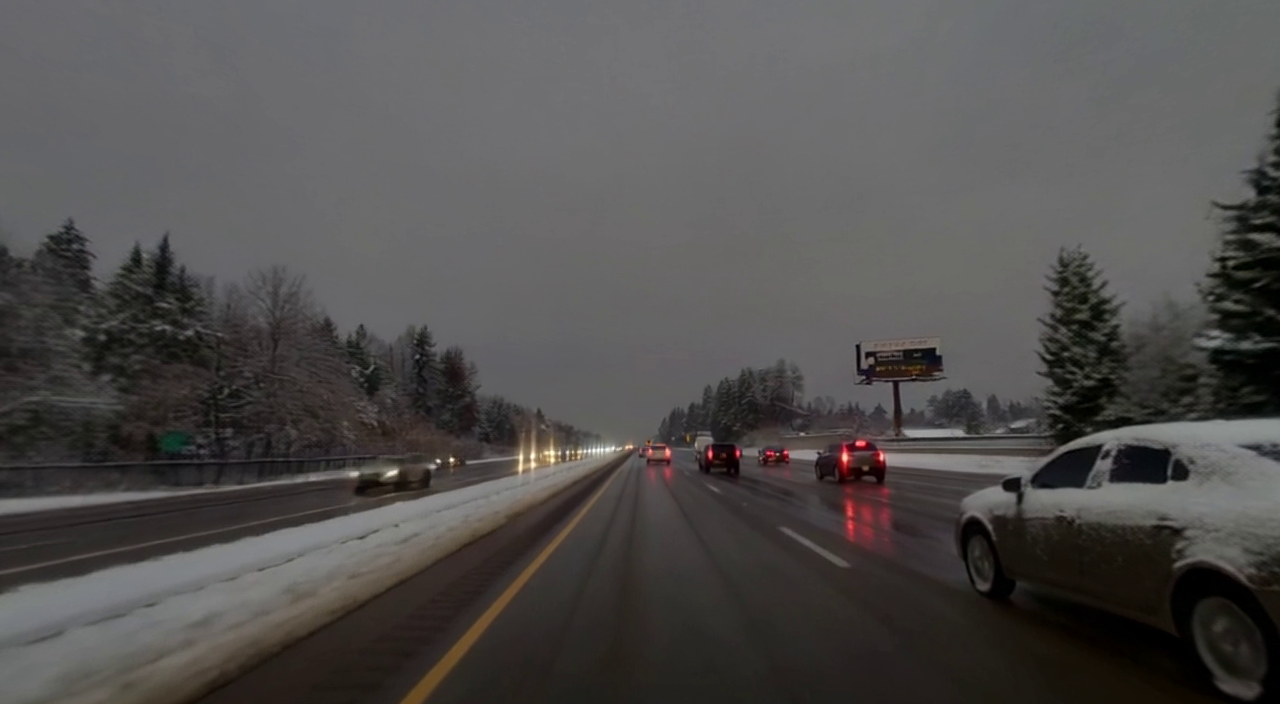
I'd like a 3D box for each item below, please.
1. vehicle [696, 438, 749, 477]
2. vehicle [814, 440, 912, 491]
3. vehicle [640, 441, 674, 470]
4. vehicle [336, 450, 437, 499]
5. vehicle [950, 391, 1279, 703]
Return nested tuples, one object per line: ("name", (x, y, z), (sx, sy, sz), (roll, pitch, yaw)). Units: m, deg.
("vehicle", (4.215, 5.482, 33.047), (2.075, 1.845, 4.667), (0, -8, -1))
("vehicle", (7.619, 3.879, 22.030), (1.807, 1.558, 4.352), (0, -8, 0))
("vehicle", (1.089, 6.885, 42.182), (2.145, 1.832, 4.004), (0, -8, 0))
("vehicle", (-9.495, 4.589, 24.094), (1.912, 1.610, 4.646), (-1, -8, 1))
("vehicle", (3.896, 1.091, 3.610), (1.989, 1.609, 4.355), (0, -8, 0))
